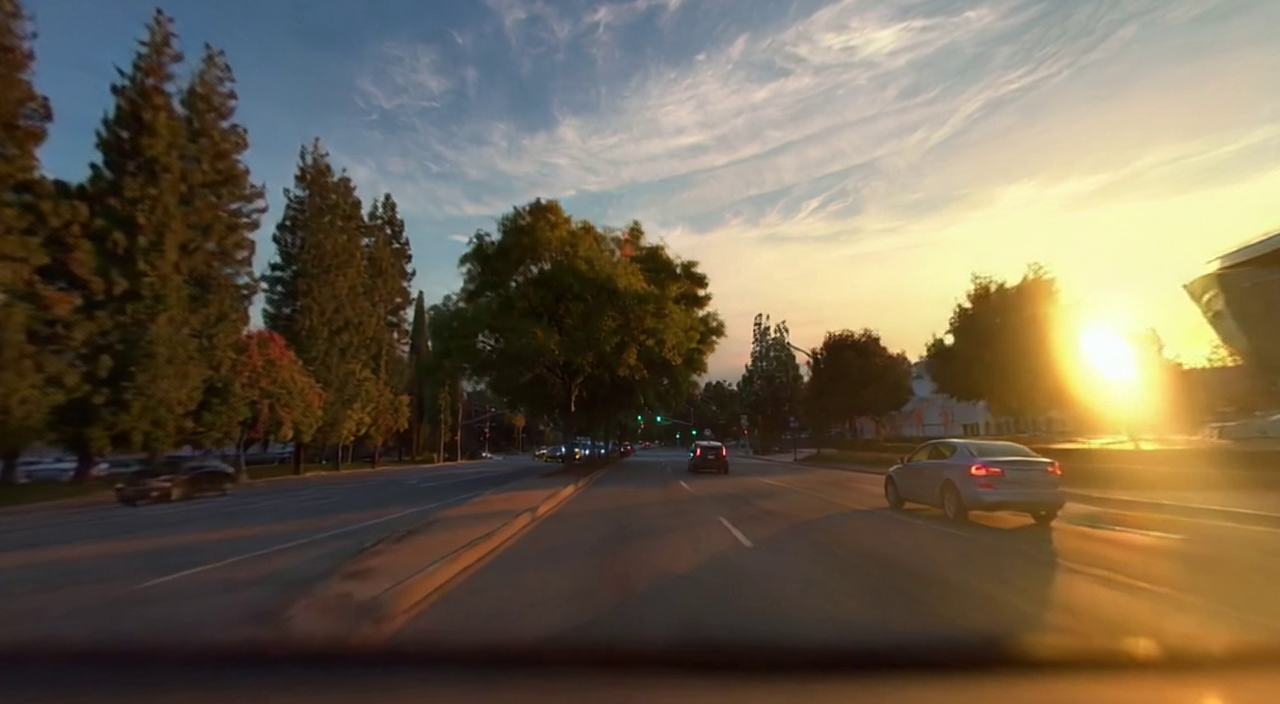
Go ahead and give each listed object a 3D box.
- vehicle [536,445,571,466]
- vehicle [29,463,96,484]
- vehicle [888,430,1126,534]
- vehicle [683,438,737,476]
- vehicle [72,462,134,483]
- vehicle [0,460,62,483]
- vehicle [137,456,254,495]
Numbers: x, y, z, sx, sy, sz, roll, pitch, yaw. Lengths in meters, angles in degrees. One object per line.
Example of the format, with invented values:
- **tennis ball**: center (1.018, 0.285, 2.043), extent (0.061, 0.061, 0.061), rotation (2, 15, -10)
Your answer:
- **vehicle**: center (-6.550, 7.836, 47.988), extent (1.970, 1.483, 4.269), rotation (0, -9, 1)
- **vehicle**: center (-43.999, 9.243, 48.215), extent (1.702, 1.416, 3.637), rotation (0, -9, -2)
- **vehicle**: center (6.653, 2.383, 12.179), extent (2.000, 1.618, 4.238), rotation (0, -9, 0)
- **vehicle**: center (3.458, 5.297, 32.198), extent (2.095, 1.759, 4.862), rotation (0, -9, -1)
- **vehicle**: center (-41.096, 9.214, 48.419), extent (1.640, 1.377, 3.557), rotation (0, -9, -1)
- **vehicle**: center (-46.866, 9.121, 48.299), extent (1.703, 1.544, 3.745), rotation (0, -9, -1)
- **vehicle**: center (-20.578, 5.708, 29.543), extent (1.950, 1.604, 4.756), rotation (0, -9, 1)
